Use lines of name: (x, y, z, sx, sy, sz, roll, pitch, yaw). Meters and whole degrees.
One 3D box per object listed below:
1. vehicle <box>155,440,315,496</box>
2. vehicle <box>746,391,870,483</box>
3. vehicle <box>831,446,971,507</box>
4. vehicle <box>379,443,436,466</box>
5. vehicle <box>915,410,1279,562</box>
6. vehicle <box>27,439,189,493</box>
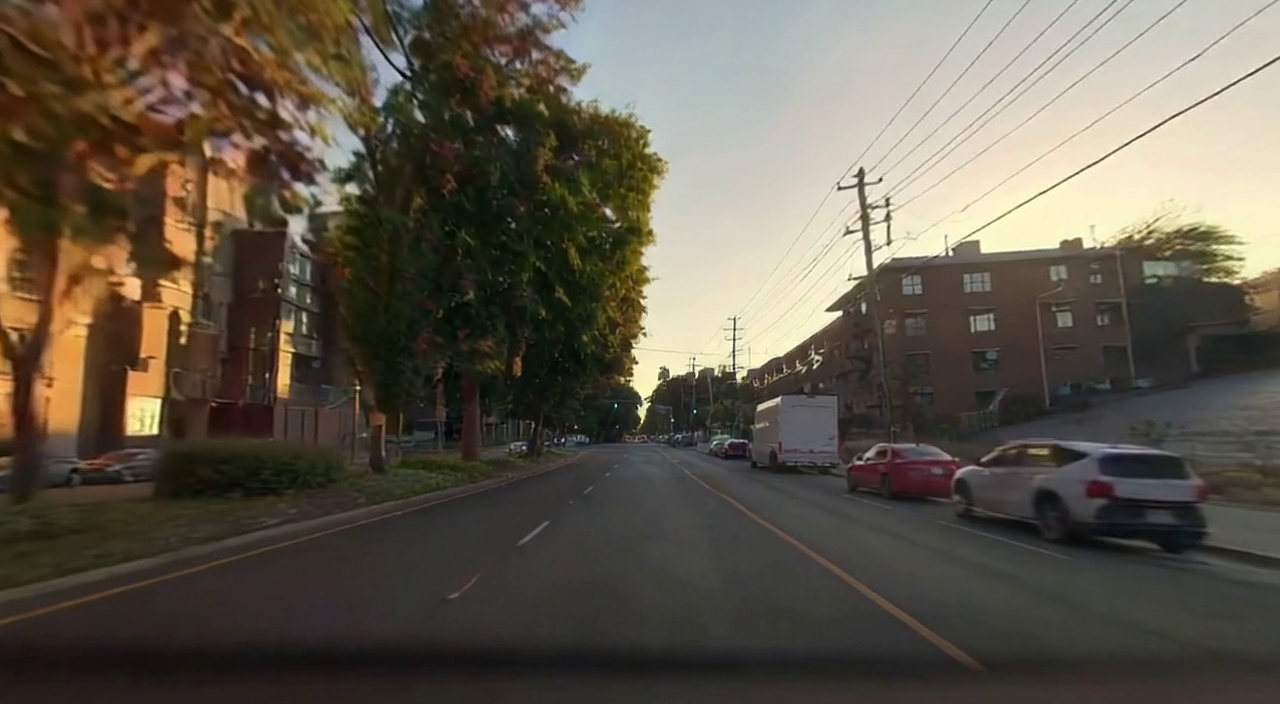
vehicle: (-12.029, 3.440, 19.155, 1.853, 1.498, 4.465, 0, -8, 0)
vehicle: (6.921, 3.803, 27.655, 2.761, 3.342, 8.958, 0, -9, -1)
vehicle: (6.805, 3.254, 17.050, 1.762, 1.414, 4.540, 0, -8, -1)
vehicle: (-15.094, 6.663, 41.143, 1.863, 1.440, 4.771, 0, -8, 1)
vehicle: (6.926, 2.045, 10.481, 2.258, 1.845, 5.381, 0, -8, 0)
vehicle: (-22.164, 4.844, 26.645, 2.327, 2.006, 5.039, -1, -11, 1)
